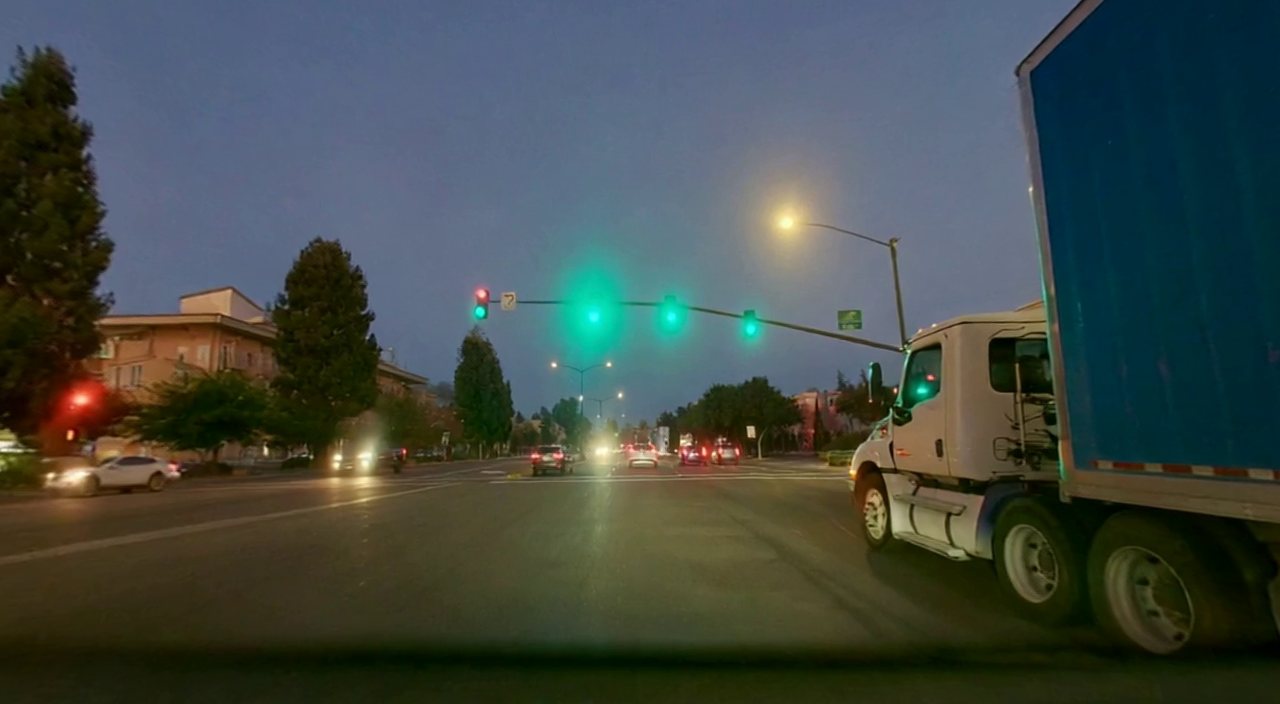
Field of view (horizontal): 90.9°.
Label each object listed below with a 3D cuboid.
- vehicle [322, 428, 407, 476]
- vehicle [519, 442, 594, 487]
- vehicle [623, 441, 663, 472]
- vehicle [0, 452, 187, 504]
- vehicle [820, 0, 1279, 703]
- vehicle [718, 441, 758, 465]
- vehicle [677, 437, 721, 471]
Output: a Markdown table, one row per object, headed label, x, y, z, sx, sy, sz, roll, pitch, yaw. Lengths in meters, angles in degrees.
| label | x | y | z | sx | sy | sz | roll | pitch | yaw |
| --- | --- | --- | --- | --- | --- | --- | --- | --- | --- |
| vehicle | -18.258 | 6.689 | 42.362 | 2.473 | 2.894 | 7.075 | 0 | -8 | 0 |
| vehicle | -3.096 | 4.295 | 24.490 | 2.211 | 1.537 | 4.666 | 0 | -8 | 1 |
| vehicle | 0.144 | 6.219 | 37.763 | 2.276 | 1.704 | 3.925 | 0 | -8 | -1 |
| vehicle | -18.353 | 4.182 | 21.475 | 1.875 | 1.465 | 5.291 | 0 | -8 | 0 |
| vehicle | 3.920 | -0.003 | 4.187 | 3.006 | 3.679 | 8.506 | 0 | -8 | 1 |
| vehicle | 7.560 | 7.848 | 49.177 | 2.174 | 1.793 | 5.061 | 0 | -8 | -1 |
| vehicle | 3.558 | 6.275 | 38.966 | 2.196 | 1.908 | 4.412 | 0 | -8 | -1 |
